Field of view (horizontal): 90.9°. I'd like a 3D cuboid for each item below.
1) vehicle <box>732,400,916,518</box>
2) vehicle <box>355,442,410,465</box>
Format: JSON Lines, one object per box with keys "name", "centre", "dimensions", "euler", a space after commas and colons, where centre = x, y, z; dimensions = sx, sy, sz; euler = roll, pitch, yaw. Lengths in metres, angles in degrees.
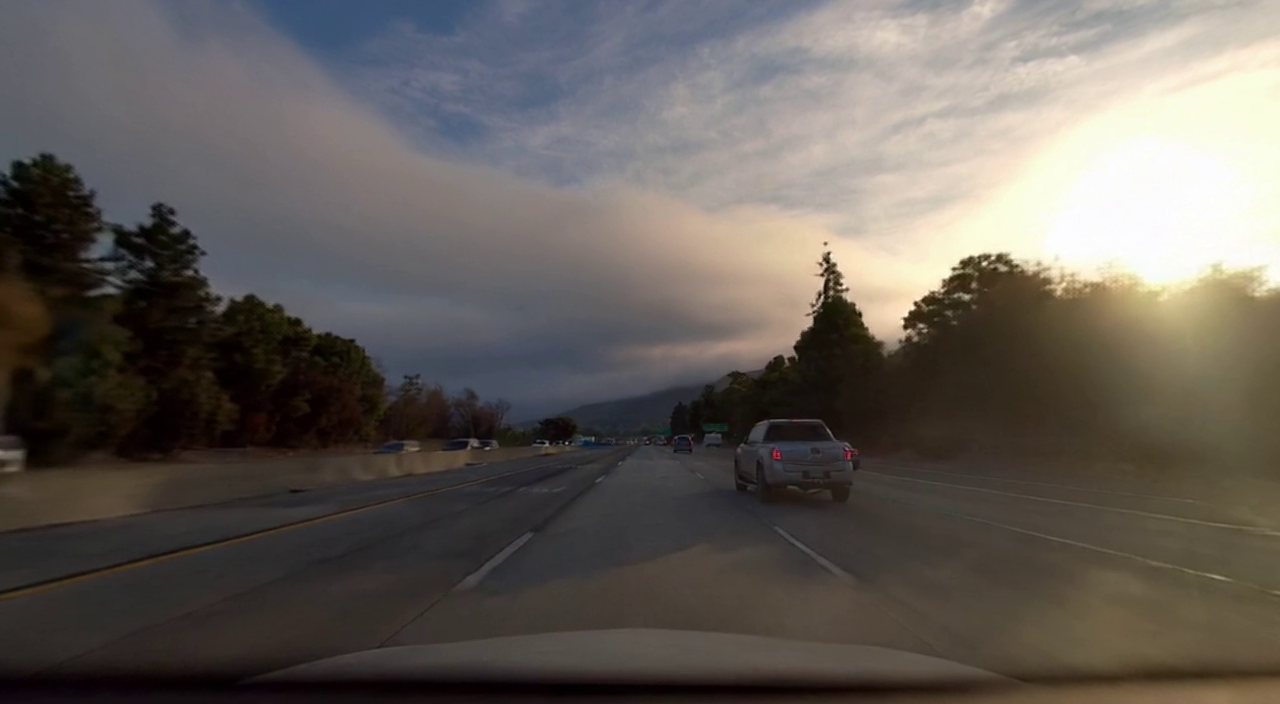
{"name": "vehicle", "centre": [3.519, 2.202, 13.504], "dimensions": [2.218, 1.964, 5.662], "euler": [0, -8, 0]}
{"name": "vehicle", "centre": [-17.147, 6.760, 42.246], "dimensions": [1.774, 1.469, 4.331], "euler": [-1, -8, 1]}
